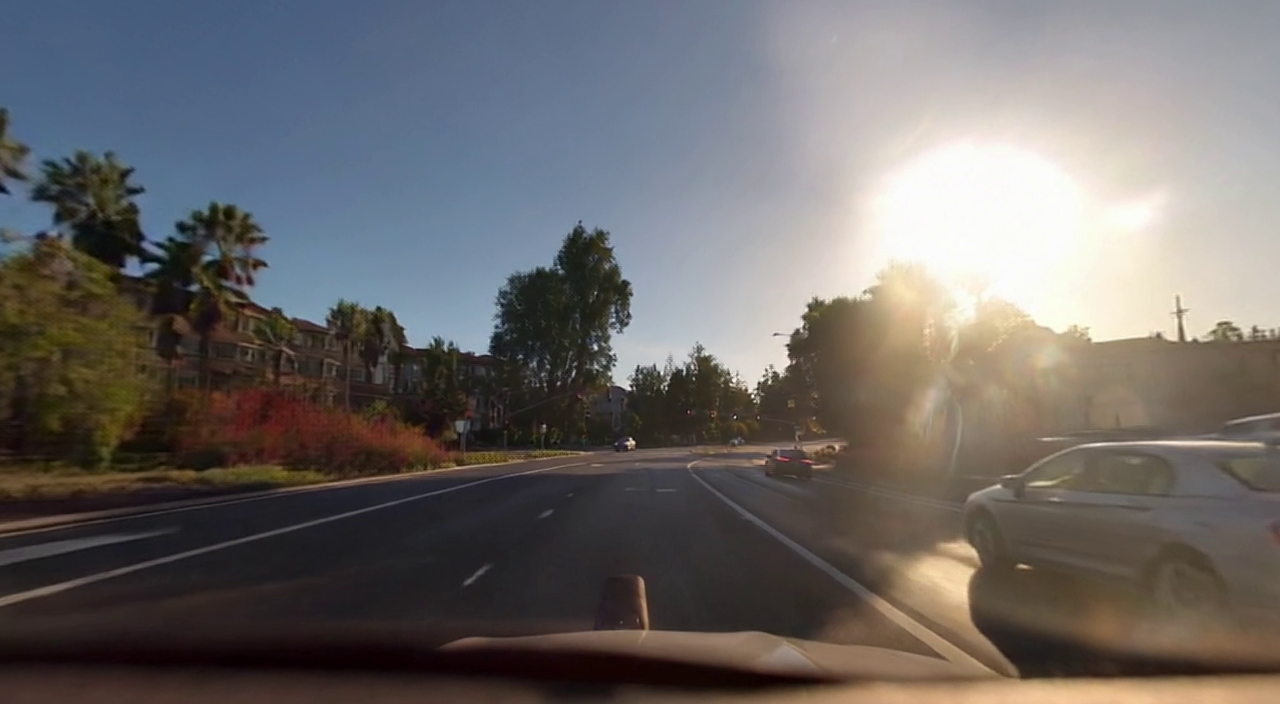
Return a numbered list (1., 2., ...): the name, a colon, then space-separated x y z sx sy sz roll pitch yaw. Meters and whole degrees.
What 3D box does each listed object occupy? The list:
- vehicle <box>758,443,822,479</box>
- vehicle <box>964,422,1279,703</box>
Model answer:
1. vehicle: 6.792 4.965 29.153 2.144 1.473 4.638 -1 -8 4
2. vehicle: 4.340 1.296 4.570 1.993 1.483 3.821 -1 -8 1
